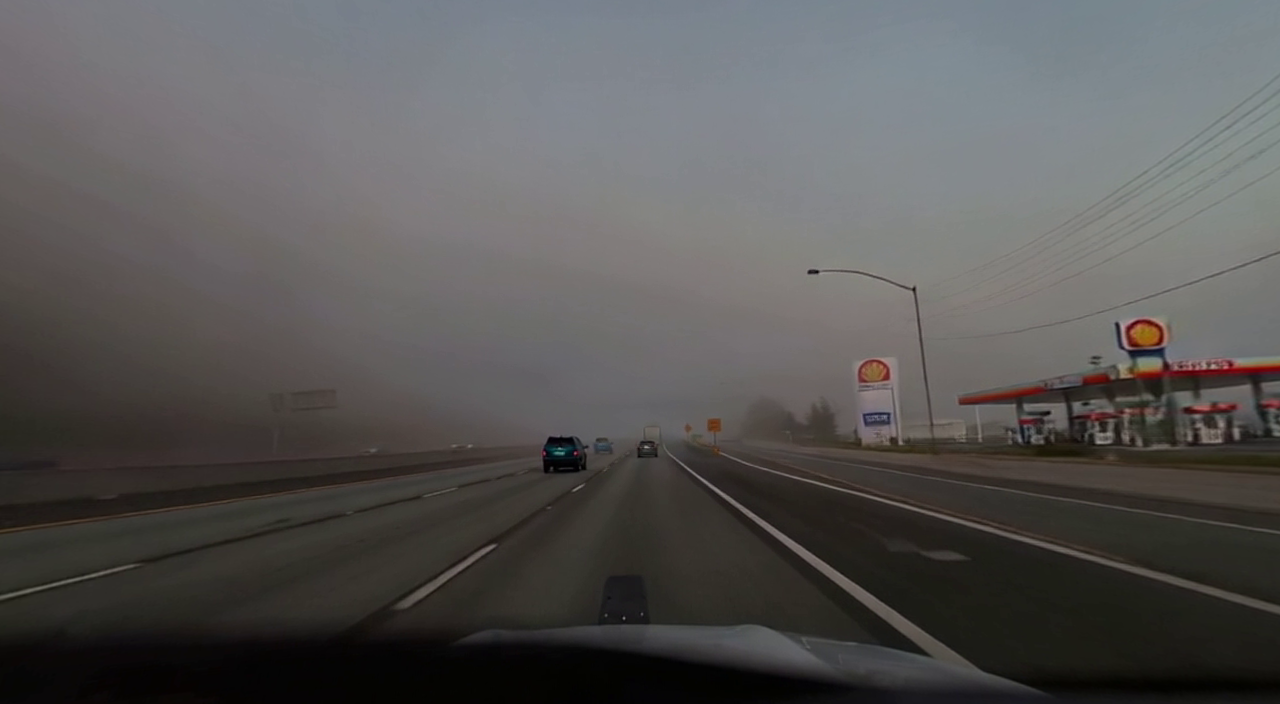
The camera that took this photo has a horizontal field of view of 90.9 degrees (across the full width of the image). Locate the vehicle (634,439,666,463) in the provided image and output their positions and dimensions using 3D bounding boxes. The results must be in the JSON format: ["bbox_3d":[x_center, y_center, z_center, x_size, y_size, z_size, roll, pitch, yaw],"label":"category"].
[{"bbox_3d":[0.597,6.515,41.577,1.982,1.524,3.800,0,-9,-1],"label":"vehicle"}]

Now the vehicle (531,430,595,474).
[{"bbox_3d":[-3.479,4.675,29.618,2.273,1.884,4.515,0,-9,2],"label":"vehicle"}]
